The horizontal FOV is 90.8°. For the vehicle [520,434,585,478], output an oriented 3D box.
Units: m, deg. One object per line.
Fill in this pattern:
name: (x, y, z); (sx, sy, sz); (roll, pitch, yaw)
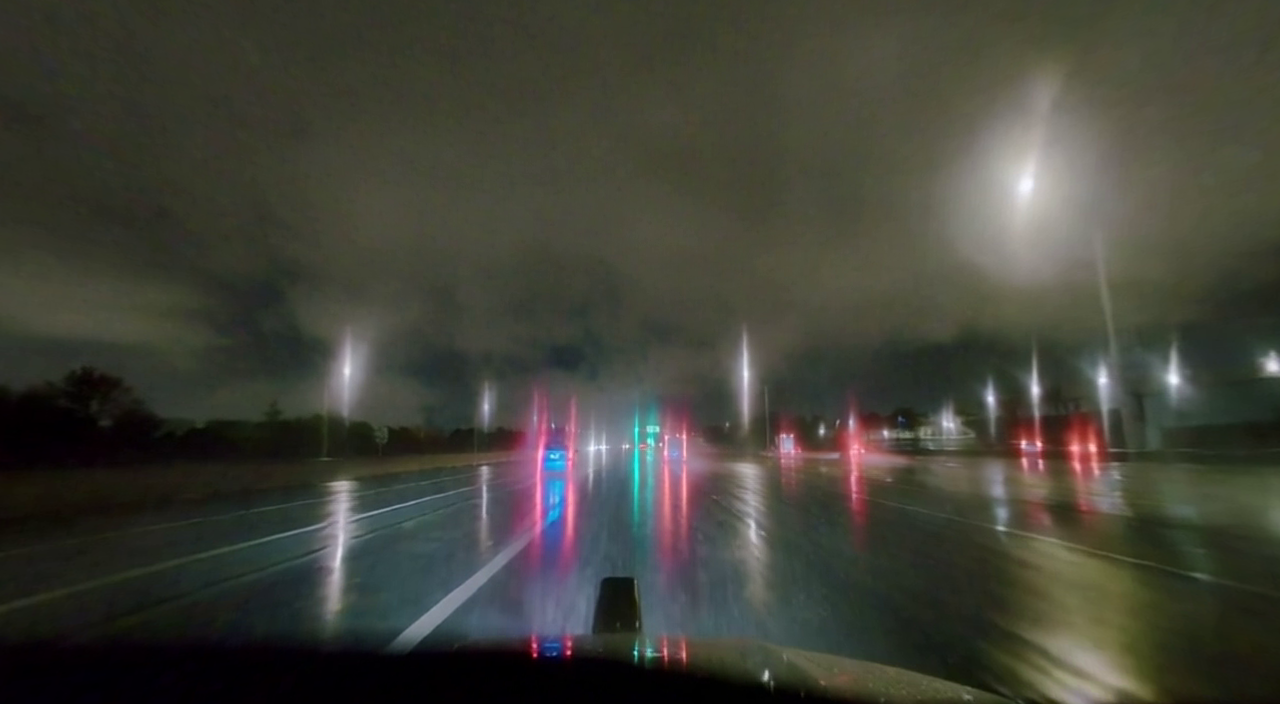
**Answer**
vehicle: (-3.799, 4.661, 28.447); (2.205, 1.773, 5.124); (0, -9, 0)
